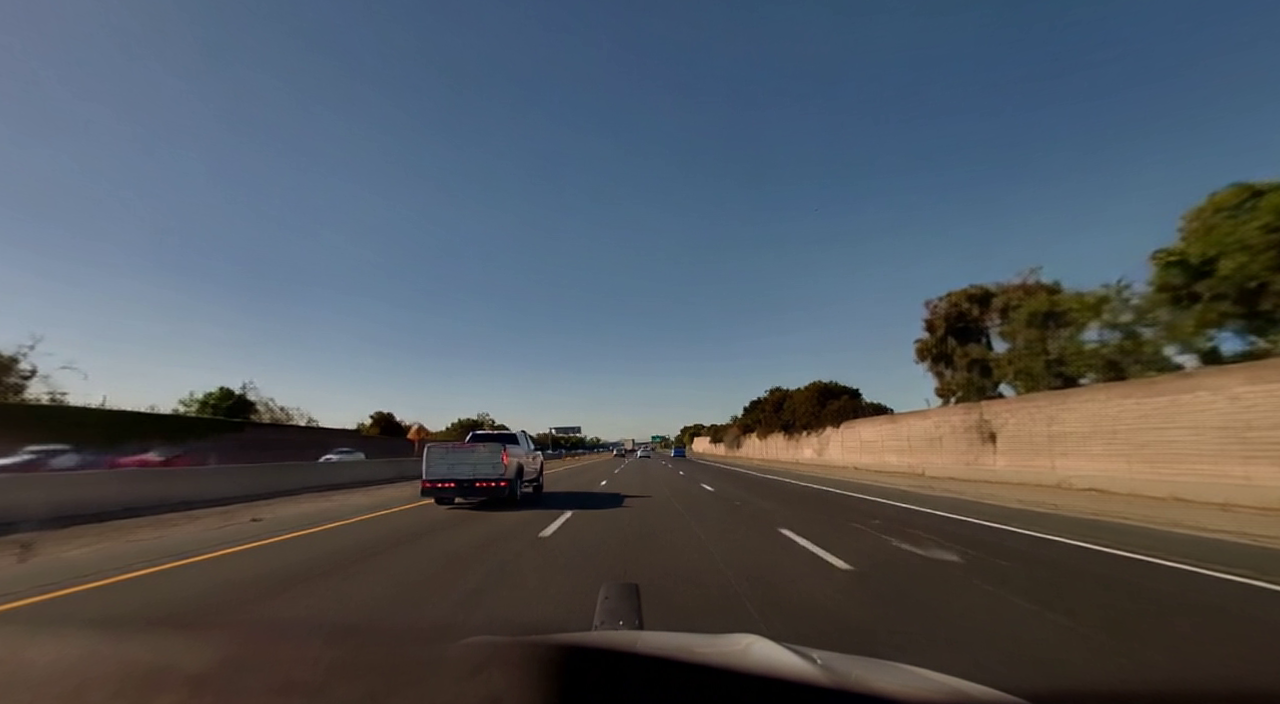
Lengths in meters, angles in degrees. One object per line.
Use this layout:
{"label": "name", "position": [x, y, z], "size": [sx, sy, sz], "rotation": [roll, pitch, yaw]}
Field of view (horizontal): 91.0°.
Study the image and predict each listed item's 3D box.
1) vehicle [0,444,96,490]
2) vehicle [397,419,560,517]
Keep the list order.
{"label": "vehicle", "position": [-29.084, 5.246, 29.016], "size": [2.420, 1.974, 6.229], "rotation": [0, -9, 0]}
{"label": "vehicle", "position": [-3.542, 2.705, 15.228], "size": [2.379, 1.918, 5.504], "rotation": [0, -9, 1]}
